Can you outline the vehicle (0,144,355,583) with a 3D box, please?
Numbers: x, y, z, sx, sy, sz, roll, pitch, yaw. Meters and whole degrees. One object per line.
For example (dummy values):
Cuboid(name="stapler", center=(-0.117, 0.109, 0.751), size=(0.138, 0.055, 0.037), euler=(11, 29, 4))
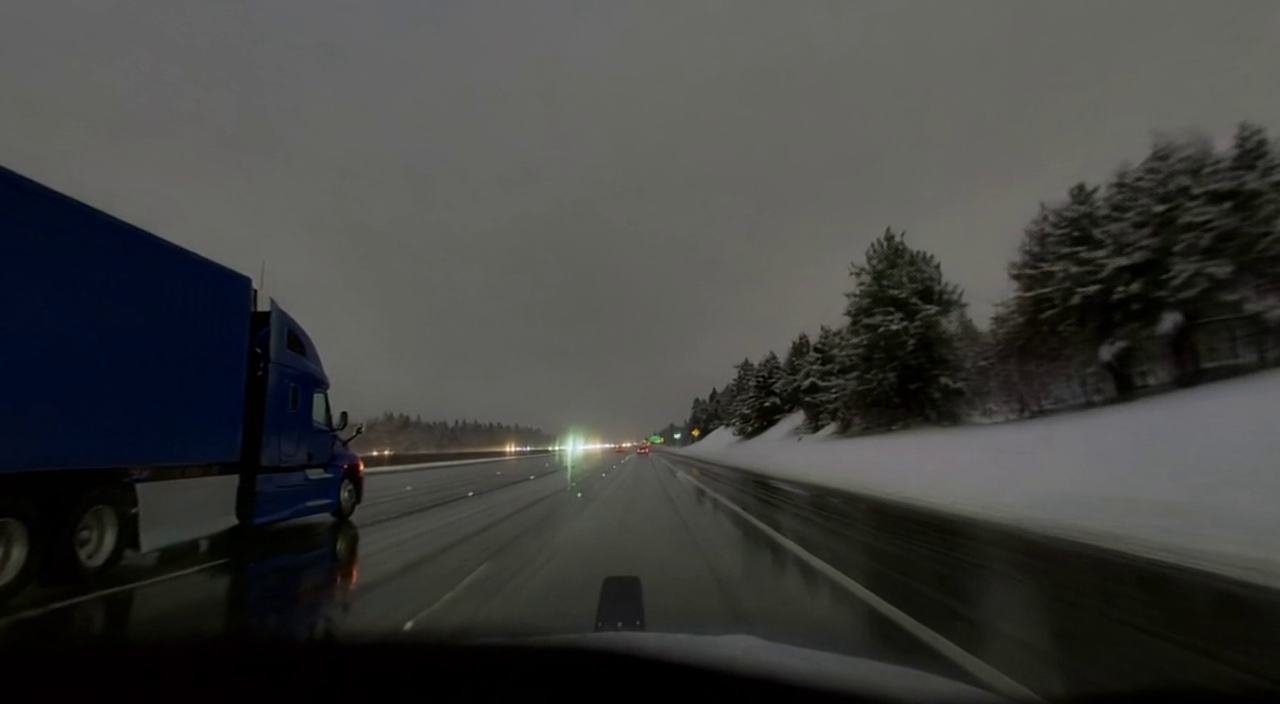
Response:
Cuboid(name="vehicle", center=(-7.256, 0.437, 7.951), size=(2.996, 3.947, 8.600), euler=(0, -9, 1))
